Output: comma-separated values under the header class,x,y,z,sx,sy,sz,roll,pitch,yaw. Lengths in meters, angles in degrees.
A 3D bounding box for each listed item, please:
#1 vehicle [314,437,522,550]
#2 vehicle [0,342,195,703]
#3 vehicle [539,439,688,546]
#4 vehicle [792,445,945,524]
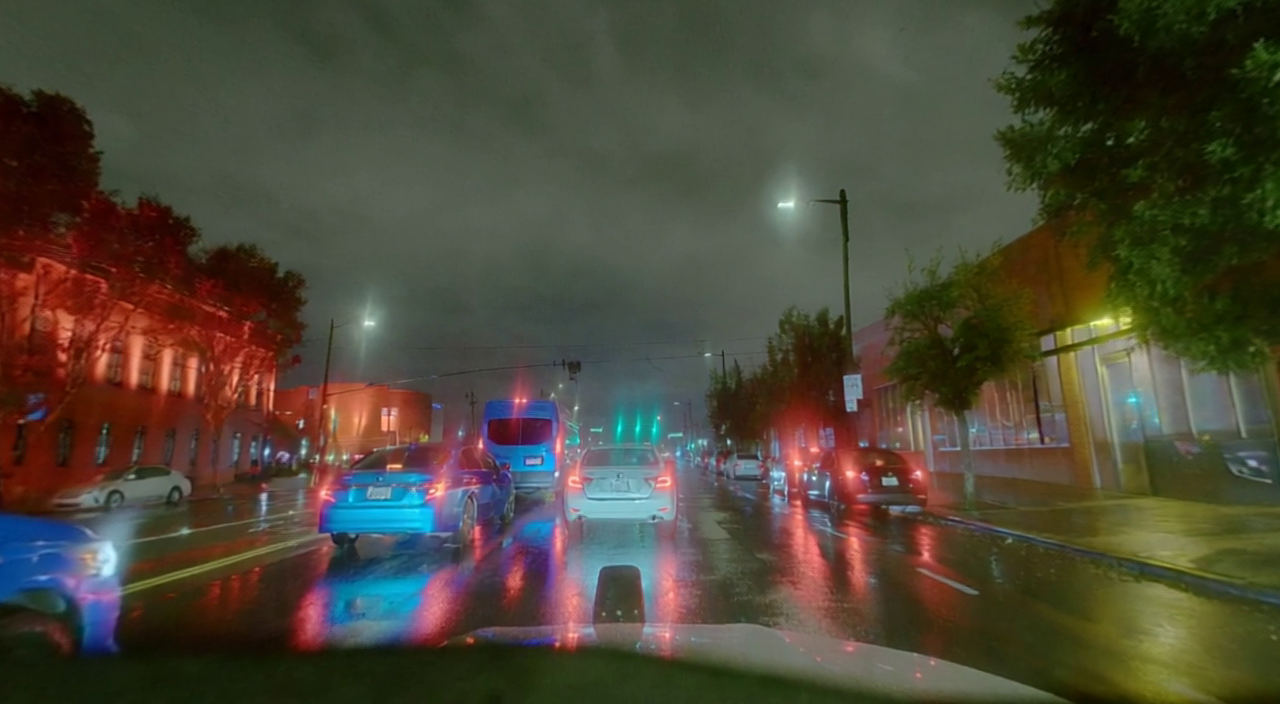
class,x,y,z,sx,sy,sz,roll,pitch,yaw
vehicle,-3.533,2.329,11.104,1.995,1.554,4.426,0,-9,1
vehicle,-3.702,0.643,1.247,2.140,1.768,4.685,0,-9,1
vehicle,-0.387,2.348,11.227,2.152,1.518,4.113,0,-9,0
vehicle,4.896,2.859,14.184,1.832,1.491,4.054,1,-9,-1
